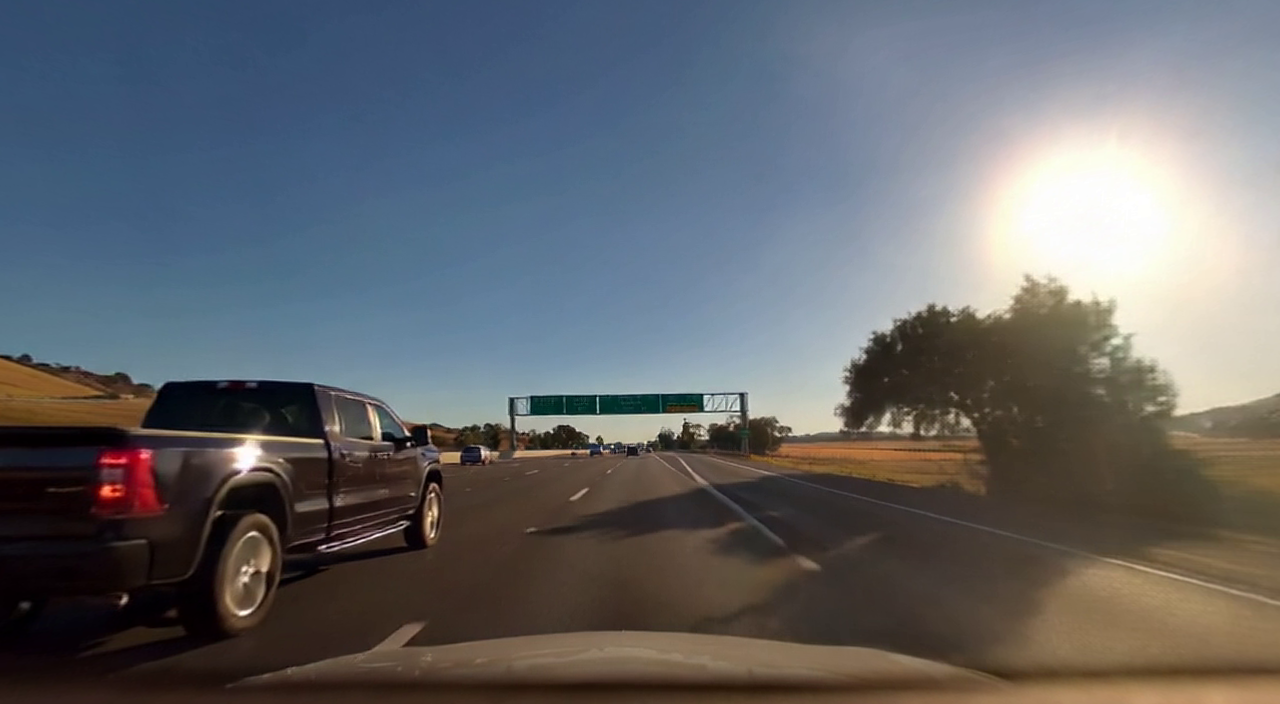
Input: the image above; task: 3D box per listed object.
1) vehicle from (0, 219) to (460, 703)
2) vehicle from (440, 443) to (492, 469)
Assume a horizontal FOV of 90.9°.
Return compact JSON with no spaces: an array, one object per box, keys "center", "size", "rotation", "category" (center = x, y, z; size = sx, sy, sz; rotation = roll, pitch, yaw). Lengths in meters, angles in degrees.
[{"center":[-3.566,0.913,4.611],"size":[2.601,2.084,6.068],"rotation":[0,-8,1],"category":"vehicle"},{"center":[-10.831,6.495,39.619],"size":[1.957,1.565,4.311],"rotation":[0,-8,1],"category":"vehicle"}]
